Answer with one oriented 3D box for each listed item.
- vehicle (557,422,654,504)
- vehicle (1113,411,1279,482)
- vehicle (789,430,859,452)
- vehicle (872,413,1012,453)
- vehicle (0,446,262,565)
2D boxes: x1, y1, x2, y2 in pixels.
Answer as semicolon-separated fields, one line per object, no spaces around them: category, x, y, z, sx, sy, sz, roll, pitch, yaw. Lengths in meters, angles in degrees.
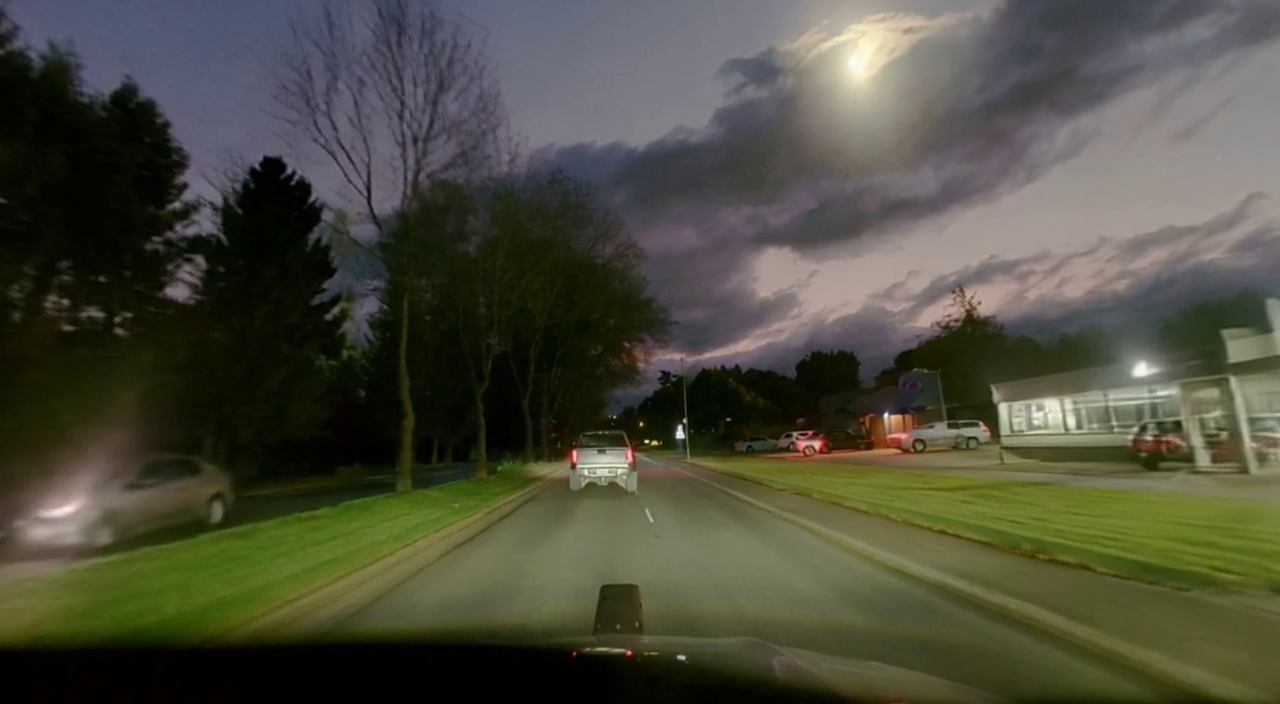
vehicle;-0.843;2.903;17.073;2.157;1.816;5.804;0;-8;-1
vehicle;14.163;2.101;14.073;5.344;1.440;2.318;0;-8;2
vehicle;12.327;5.994;42.563;4.090;1.433;1.983;0;-8;-2
vehicle;12.837;3.482;27.117;4.788;1.625;2.319;0;-8;-3
vehicle;-8.616;2.309;10.422;2.027;1.493;4.707;0;-8;-3
